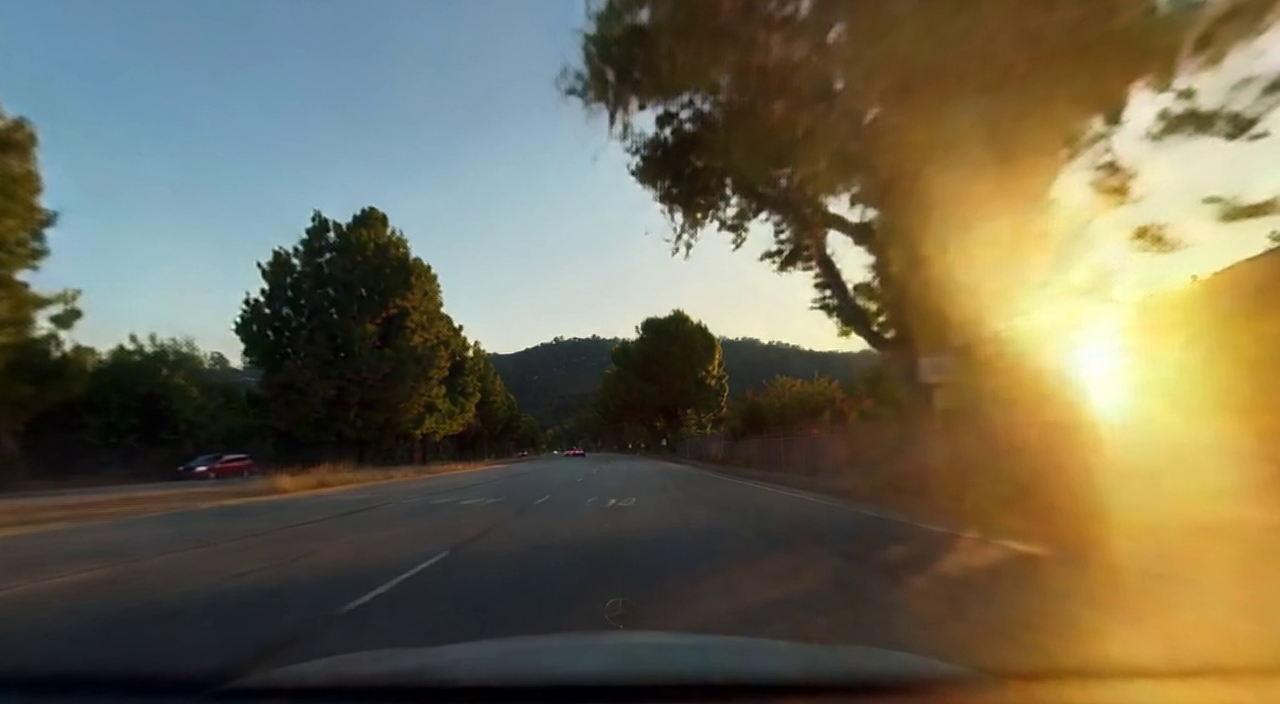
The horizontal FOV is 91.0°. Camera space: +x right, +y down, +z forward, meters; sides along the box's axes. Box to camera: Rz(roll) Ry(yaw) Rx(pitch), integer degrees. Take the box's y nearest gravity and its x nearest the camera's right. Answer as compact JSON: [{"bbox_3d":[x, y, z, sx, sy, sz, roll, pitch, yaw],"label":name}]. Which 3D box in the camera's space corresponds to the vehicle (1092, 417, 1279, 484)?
[{"bbox_3d":[16.496,2.898,18.527,4.740,1.831,2.002,0,-9,0],"label":"vehicle"}]

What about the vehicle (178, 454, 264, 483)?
[{"bbox_3d":[-24.323,6.768,36.766,1.914,1.500,4.462,-1,-9,0],"label":"vehicle"}]
